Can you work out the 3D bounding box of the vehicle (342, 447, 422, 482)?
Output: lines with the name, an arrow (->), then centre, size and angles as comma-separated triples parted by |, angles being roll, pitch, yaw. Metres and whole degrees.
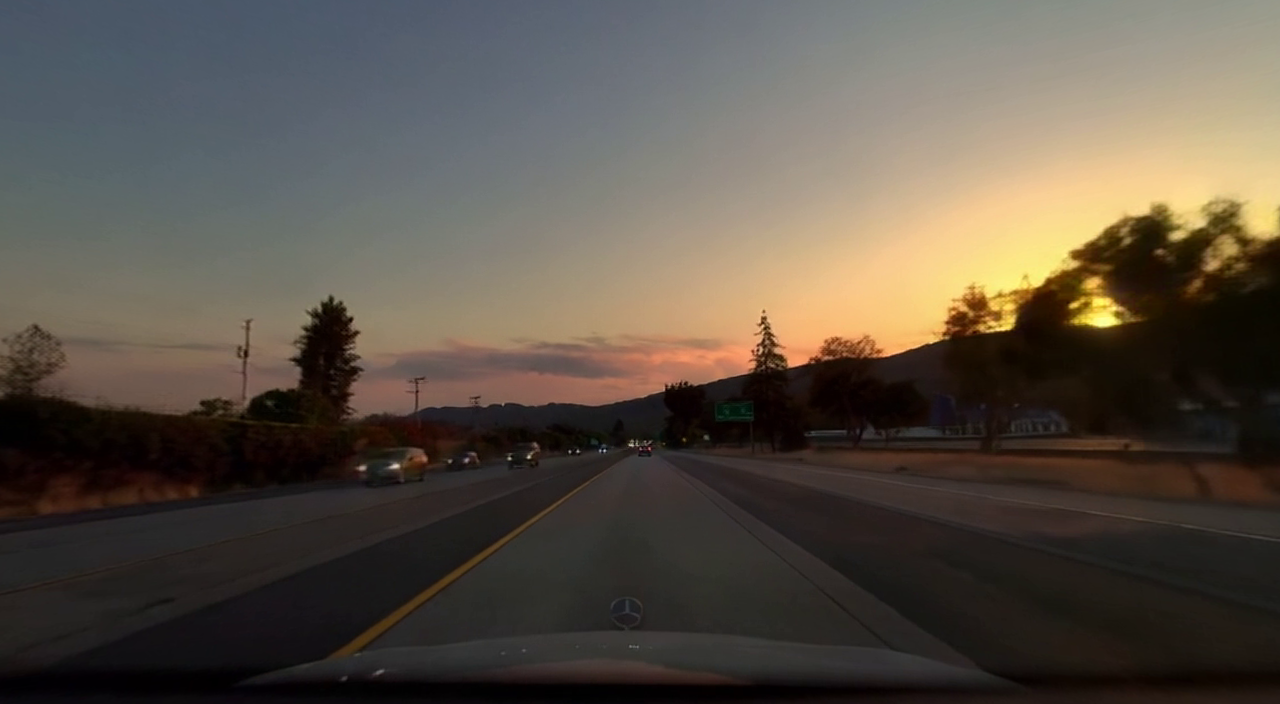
vehicle -> -14.379, 6.270, 35.578 | 2.340, 1.786, 5.003 | 0, -8, 1
